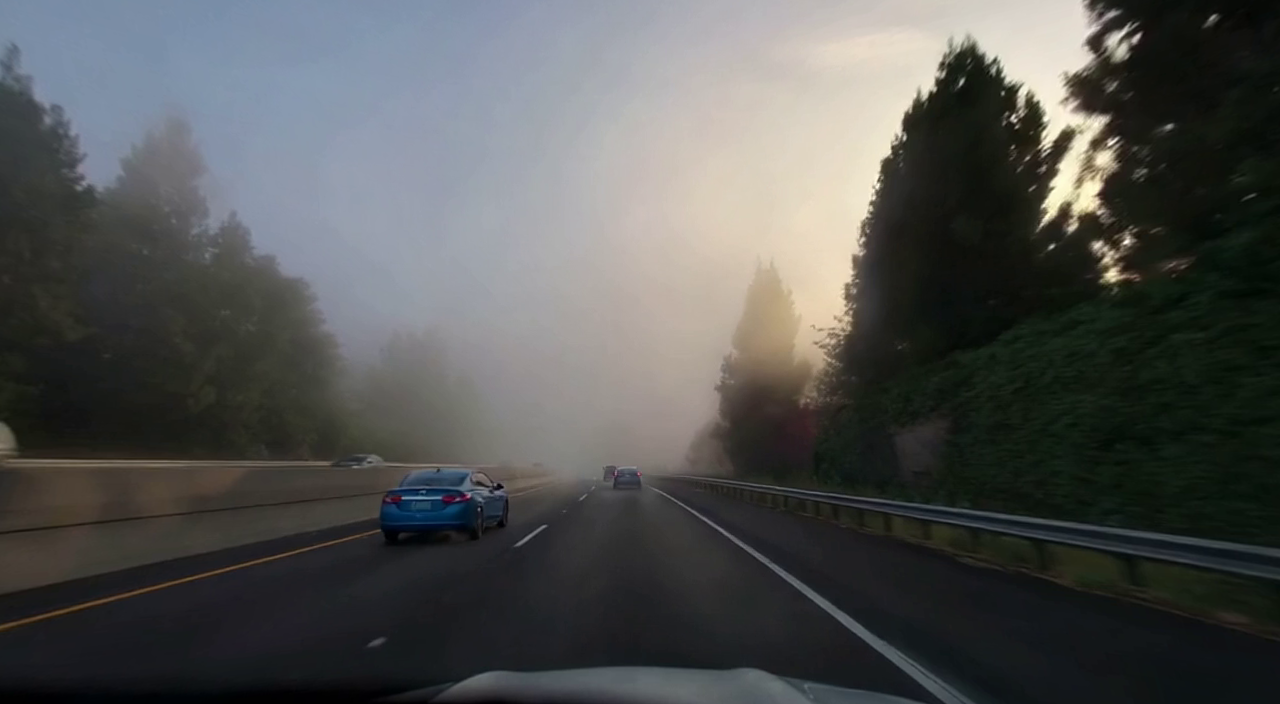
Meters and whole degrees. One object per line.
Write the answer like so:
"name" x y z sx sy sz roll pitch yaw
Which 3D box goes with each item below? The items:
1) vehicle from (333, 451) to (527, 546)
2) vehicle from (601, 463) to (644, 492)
"vehicle" -3.897 2.859 12.811 2.310 1.521 4.731 1 -11 0
"vehicle" -0.979 7.388 37.277 2.363 1.526 4.687 1 -11 0
